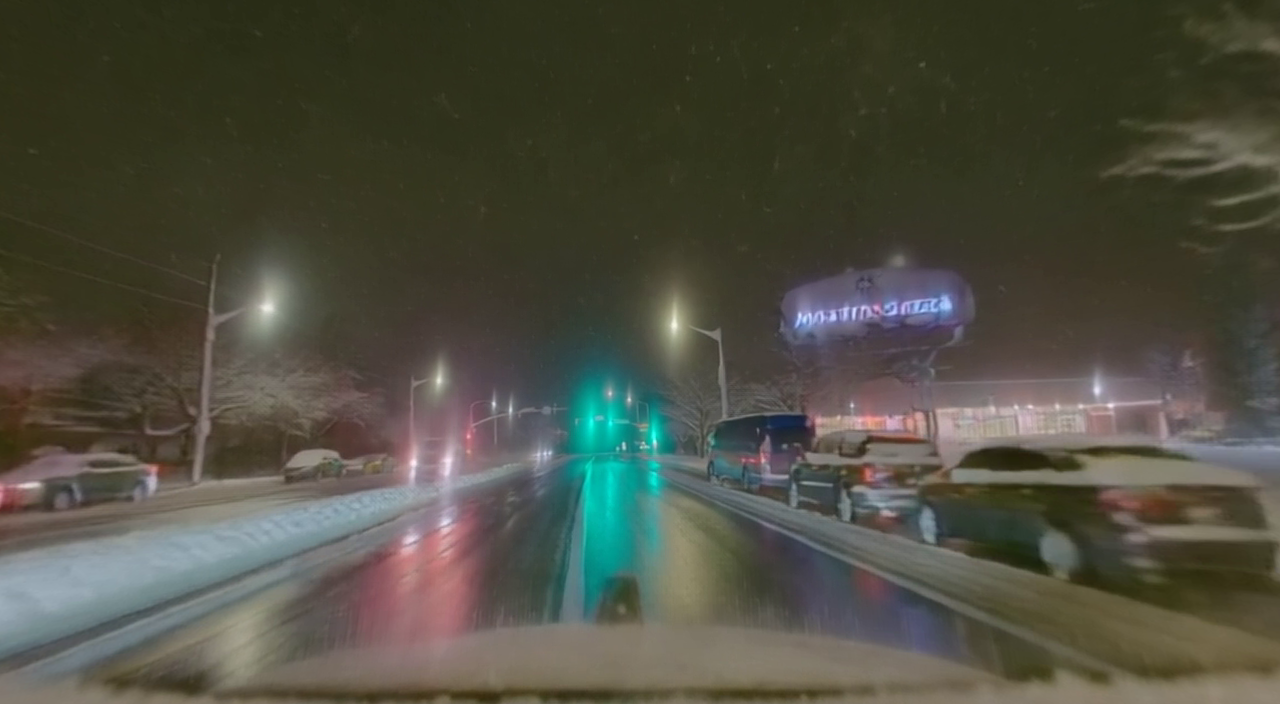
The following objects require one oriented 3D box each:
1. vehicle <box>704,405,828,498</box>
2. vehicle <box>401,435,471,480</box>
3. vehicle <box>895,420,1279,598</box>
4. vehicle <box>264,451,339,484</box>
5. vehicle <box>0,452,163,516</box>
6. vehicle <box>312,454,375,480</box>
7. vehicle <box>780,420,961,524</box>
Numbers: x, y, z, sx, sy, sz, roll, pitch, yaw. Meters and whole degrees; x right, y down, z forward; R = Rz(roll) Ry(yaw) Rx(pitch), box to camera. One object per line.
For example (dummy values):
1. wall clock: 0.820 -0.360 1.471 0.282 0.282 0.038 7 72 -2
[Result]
1. vehicle: 4.335 3.582 23.205 2.739 2.866 6.142 -1 -7 -5
2. vehicle: -10.077 5.255 31.574 2.235 2.023 4.923 1 -9 -5
3. vehicle: 5.570 1.923 8.650 1.952 1.771 4.385 1 -9 -5
4. vehicle: -18.582 6.328 34.796 2.021 1.695 4.372 1 -9 -5
5. vehicle: -17.512 4.024 19.677 1.928 1.718 4.279 0 -9 -3
6. vehicle: -19.025 7.376 40.651 1.906 1.509 4.834 0 -9 -2
7. vehicle: 5.111 2.749 14.972 2.002 2.010 5.145 1 -9 -4
